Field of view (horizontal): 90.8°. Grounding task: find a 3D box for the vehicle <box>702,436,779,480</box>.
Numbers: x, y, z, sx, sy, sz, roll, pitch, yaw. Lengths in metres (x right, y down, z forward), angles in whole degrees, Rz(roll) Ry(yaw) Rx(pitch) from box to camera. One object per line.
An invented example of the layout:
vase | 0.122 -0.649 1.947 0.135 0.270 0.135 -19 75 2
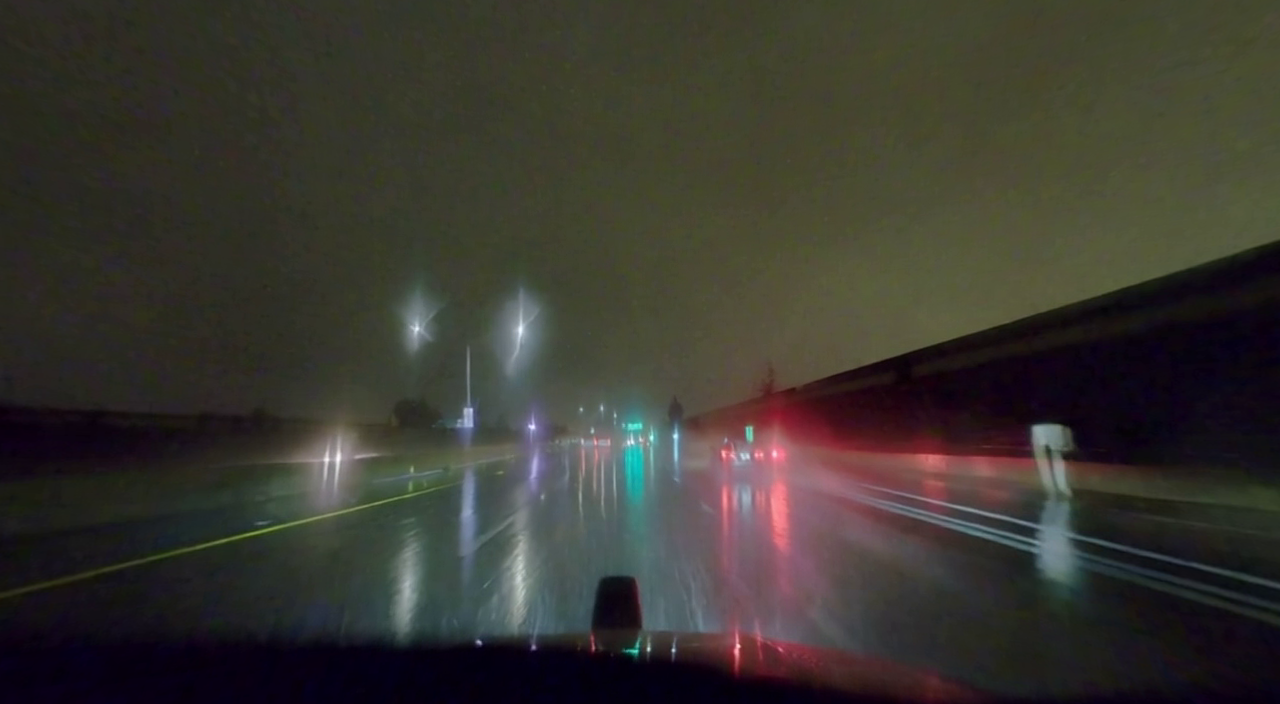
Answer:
vehicle | 3.657 3.950 23.835 2.060 1.485 4.274 0 -9 -2
